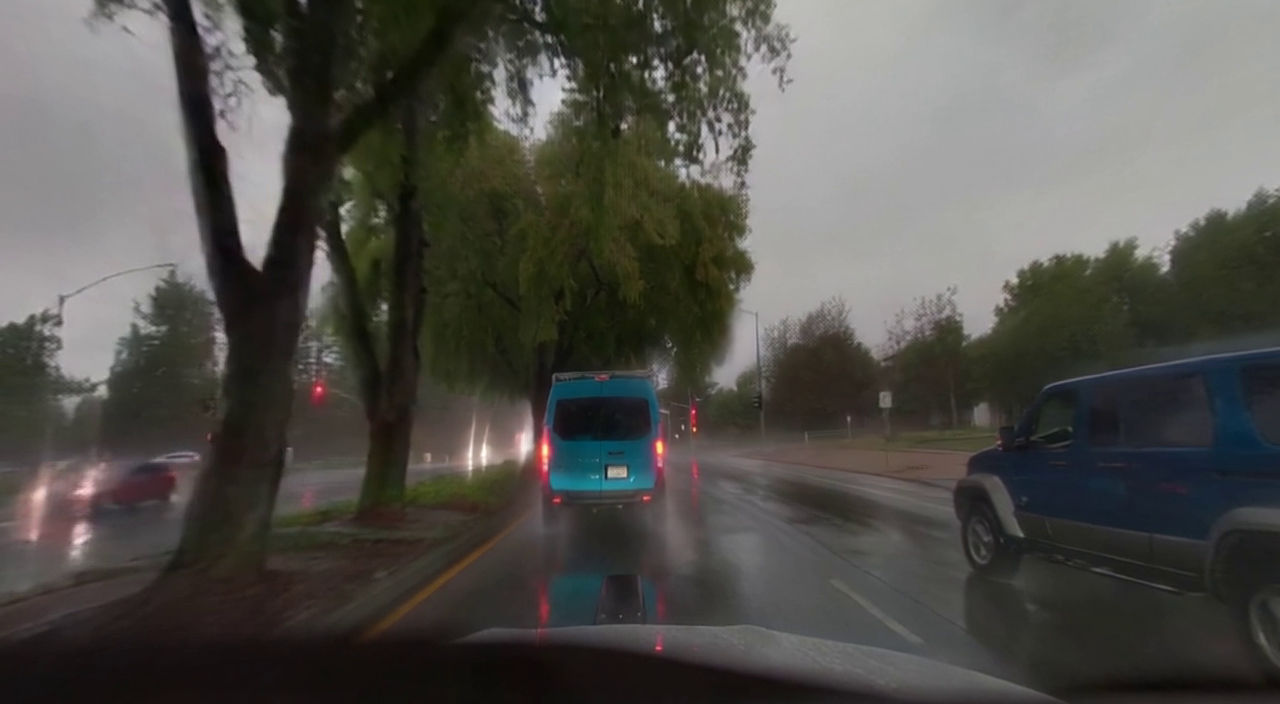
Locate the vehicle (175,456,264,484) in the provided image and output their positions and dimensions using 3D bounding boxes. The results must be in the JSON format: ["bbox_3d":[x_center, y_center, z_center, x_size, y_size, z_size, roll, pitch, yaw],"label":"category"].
[{"bbox_3d":[-28.664,8.029,43.126,4.857,1.729,2.029,-1,-9,9],"label":"vehicle"}]

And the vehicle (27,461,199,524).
[{"bbox_3d":[-15.121,3.994,18.503,1.833,1.504,4.141,1,-9,-8],"label":"vehicle"}]

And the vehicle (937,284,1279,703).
[{"bbox_3d":[3.682,0.806,3.612,1.988,1.873,3.968,0,-9,0],"label":"vehicle"}]

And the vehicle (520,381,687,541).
[{"bbox_3d":[-0.422,1.719,10.357,2.145,2.046,4.309,0,-9,1],"label":"vehicle"}]
